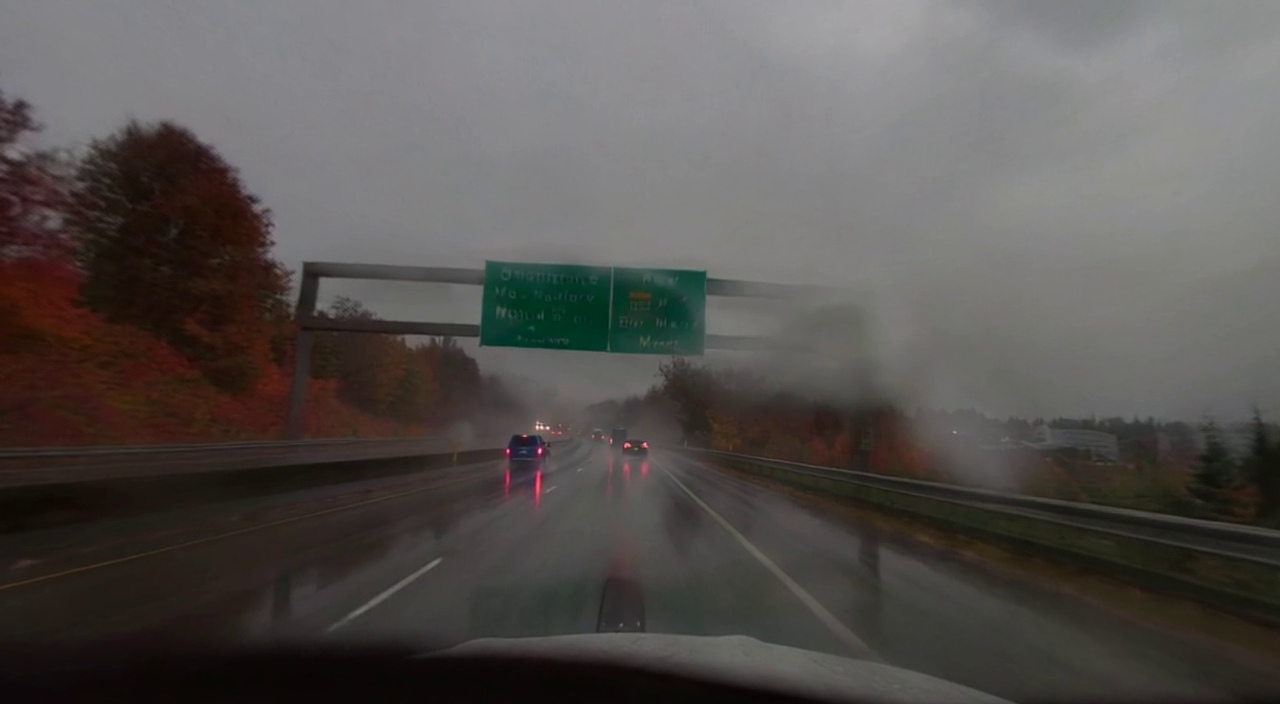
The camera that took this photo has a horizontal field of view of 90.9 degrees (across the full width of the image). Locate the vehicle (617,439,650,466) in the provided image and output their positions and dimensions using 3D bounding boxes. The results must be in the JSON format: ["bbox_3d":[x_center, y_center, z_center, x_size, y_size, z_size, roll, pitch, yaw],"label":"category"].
[{"bbox_3d":[-0.433,6.045,38.018,1.939,1.497,3.863,0,-8,-2],"label":"vehicle"}]

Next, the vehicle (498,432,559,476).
[{"bbox_3d":[-4.753,4.405,27.423,1.924,1.720,4.195,0,-8,-1],"label":"vehicle"}]
